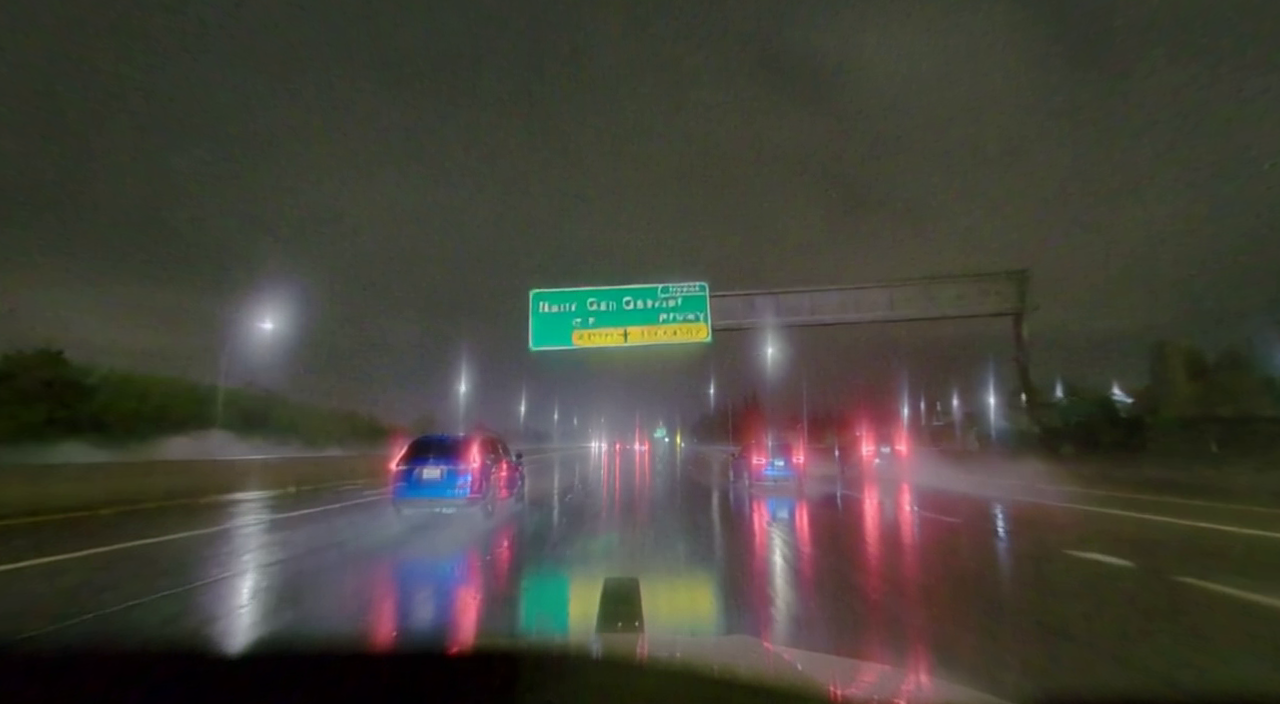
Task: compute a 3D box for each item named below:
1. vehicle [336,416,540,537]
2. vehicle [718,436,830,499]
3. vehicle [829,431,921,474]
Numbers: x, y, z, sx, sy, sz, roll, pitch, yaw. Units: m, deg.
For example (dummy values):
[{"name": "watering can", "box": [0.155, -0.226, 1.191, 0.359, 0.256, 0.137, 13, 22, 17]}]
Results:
[{"name": "vehicle", "box": [-3.301, 2.158, 11.511, 2.193, 1.746, 4.512, 0, -9, 0]}, {"name": "vehicle", "box": [3.667, 3.279, 18.342, 2.107, 1.550, 4.949, 0, -9, -1]}, {"name": "vehicle", "box": [11.183, 4.868, 30.609, 2.223, 1.865, 5.704, 0, -9, -1]}]
